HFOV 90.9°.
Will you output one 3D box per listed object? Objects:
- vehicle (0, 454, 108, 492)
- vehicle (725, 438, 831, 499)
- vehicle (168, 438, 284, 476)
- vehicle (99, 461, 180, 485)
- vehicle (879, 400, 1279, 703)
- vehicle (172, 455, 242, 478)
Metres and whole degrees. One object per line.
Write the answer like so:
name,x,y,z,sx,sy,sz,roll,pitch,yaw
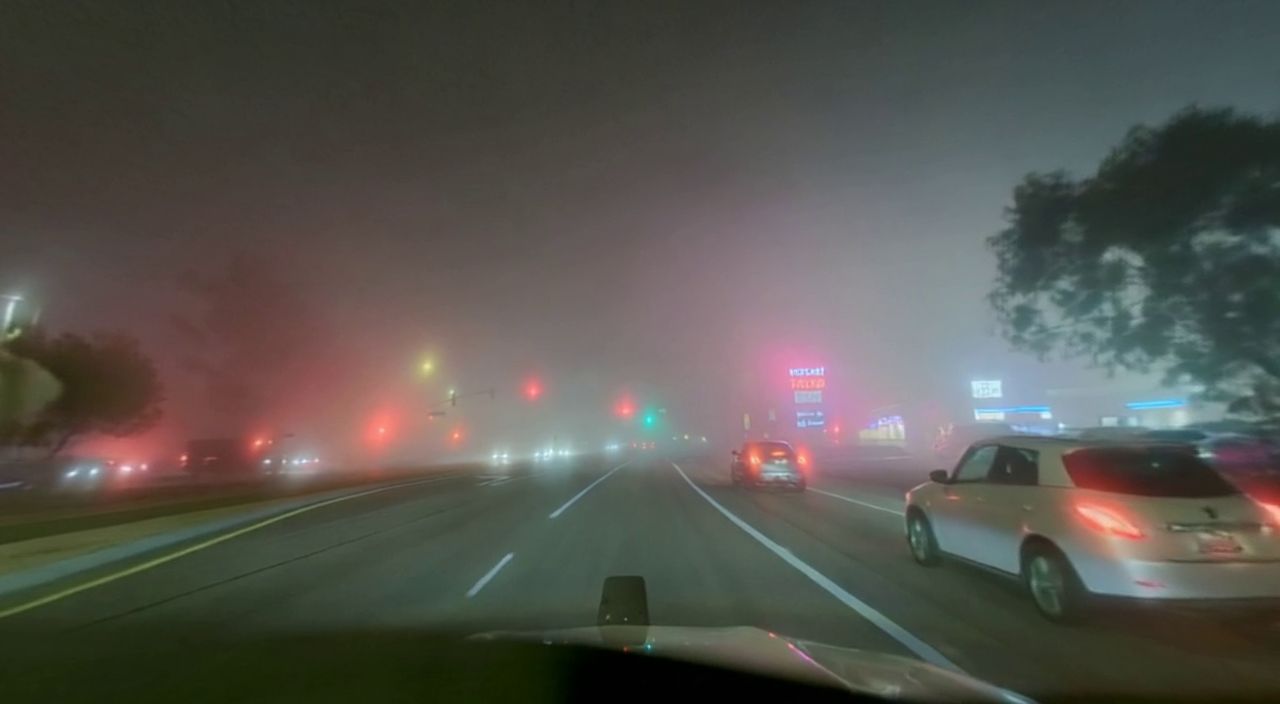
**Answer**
vehicle,-31.984,6.443,33.678,4.978,1.873,2.164,0,-8,-1
vehicle,3.694,3.209,17.814,1.870,1.467,4.800,0,-8,0
vehicle,-30.758,7.785,46.989,7.019,2.687,2.419,-1,-8,4
vehicle,-31.382,7.562,39.642,1.703,1.328,4.065,0,-8,1
vehicle,3.677,1.294,5.023,1.931,1.534,4.126,0,-8,0
vehicle,-29.465,7.790,43.062,1.966,1.430,4.309,0,-9,-4
